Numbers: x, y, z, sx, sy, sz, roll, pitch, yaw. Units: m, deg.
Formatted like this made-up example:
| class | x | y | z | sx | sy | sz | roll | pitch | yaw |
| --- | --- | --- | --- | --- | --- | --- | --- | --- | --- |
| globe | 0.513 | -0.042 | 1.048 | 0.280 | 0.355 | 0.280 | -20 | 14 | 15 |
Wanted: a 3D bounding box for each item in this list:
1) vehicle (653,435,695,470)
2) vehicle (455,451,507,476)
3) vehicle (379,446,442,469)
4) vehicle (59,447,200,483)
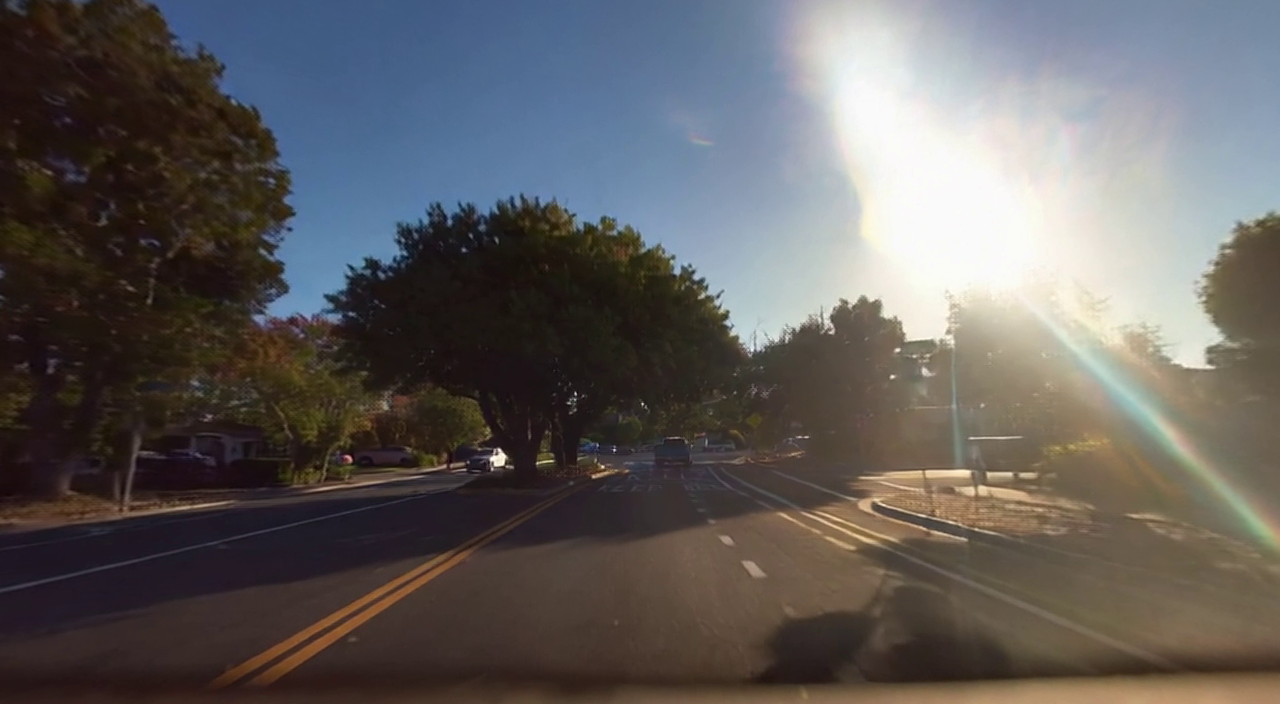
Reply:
| class | x | y | z | sx | sy | sz | roll | pitch | yaw |
| --- | --- | --- | --- | --- | --- | --- | --- | --- | --- |
| vehicle | 2.110 | 6.040 | 37.883 | 2.153 | 1.942 | 4.767 | -1 | -9 | 7 |
| vehicle | -11.058 | 7.759 | 44.243 | 1.873 | 1.508 | 4.483 | -3 | -8 | 9 |
| vehicle | -18.037 | 8.301 | 49.721 | 4.168 | 1.735 | 1.925 | -1 | -9 | 3 |
| vehicle | -25.881 | 5.717 | 32.251 | 4.975 | 1.732 | 2.165 | 2 | -9 | -14 |
